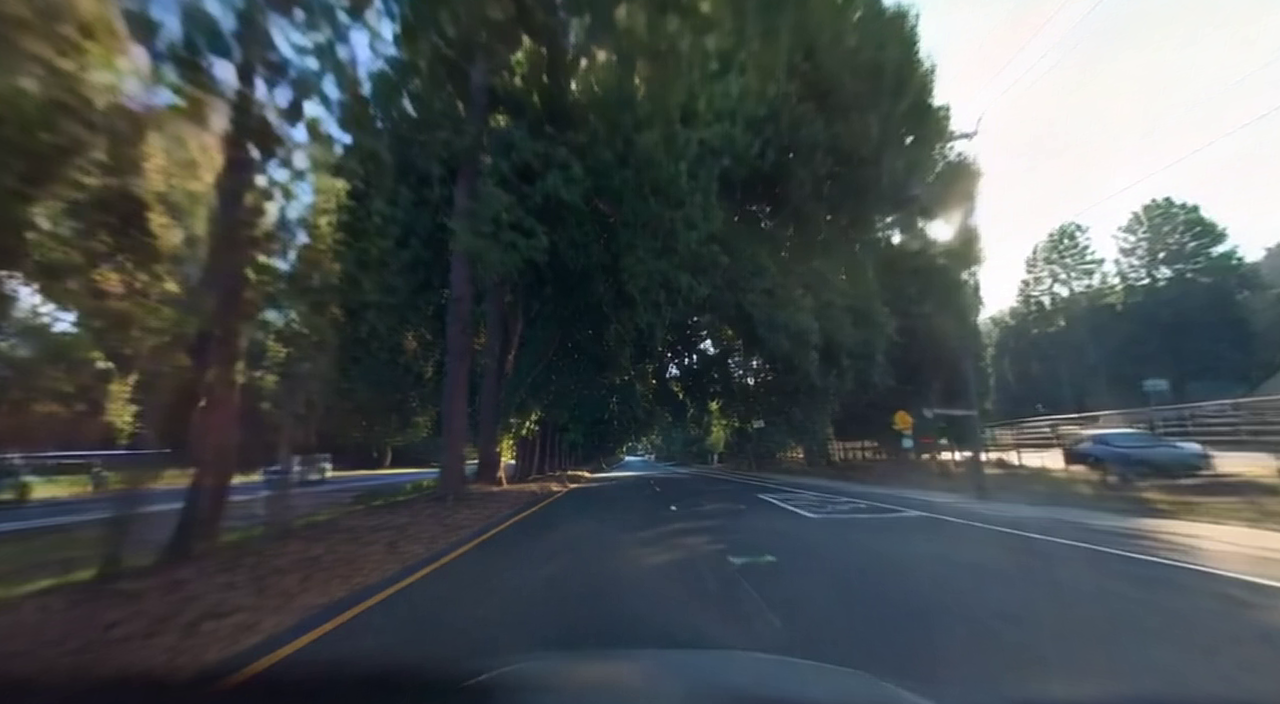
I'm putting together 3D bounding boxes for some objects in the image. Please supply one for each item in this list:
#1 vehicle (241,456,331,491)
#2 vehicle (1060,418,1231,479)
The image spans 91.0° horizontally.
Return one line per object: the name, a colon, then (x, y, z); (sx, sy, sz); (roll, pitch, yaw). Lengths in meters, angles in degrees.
vehicle: (-17.121, 5.878, 30.746); (1.845, 1.478, 4.574); (0, -8, -2)
vehicle: (16.562, 3.127, 21.010); (1.855, 1.670, 4.616); (-4, -6, 1)
